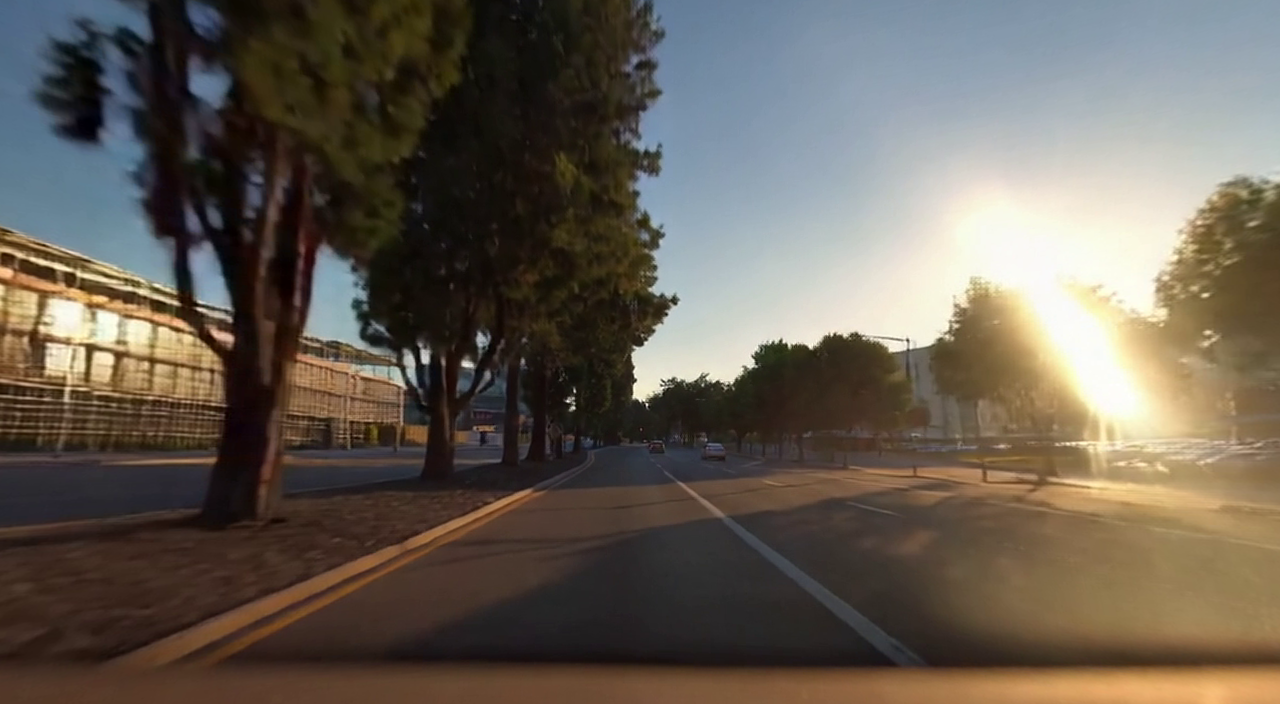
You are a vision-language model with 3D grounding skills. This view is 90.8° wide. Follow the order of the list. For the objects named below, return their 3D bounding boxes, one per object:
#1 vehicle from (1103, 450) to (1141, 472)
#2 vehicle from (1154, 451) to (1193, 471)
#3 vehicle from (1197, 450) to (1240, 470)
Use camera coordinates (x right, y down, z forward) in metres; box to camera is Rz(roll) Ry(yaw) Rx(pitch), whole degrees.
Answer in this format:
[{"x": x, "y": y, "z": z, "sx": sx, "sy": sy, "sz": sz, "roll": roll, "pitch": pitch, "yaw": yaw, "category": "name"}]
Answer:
[{"x": 36.234, "y": 8.155, "z": 47.434, "sx": 1.955, "sy": 1.527, "sz": 4.835, "roll": -8, "pitch": -12, "yaw": 38, "category": "vehicle"}, {"x": 39.190, "y": 7.981, "z": 46.465, "sx": 1.934, "sy": 1.402, "sz": 4.035, "roll": -7, "pitch": -11, "yaw": 38, "category": "vehicle"}, {"x": 42.501, "y": 7.911, "z": 46.490, "sx": 1.802, "sy": 1.369, "sz": 4.298, "roll": -7, "pitch": -11, "yaw": 36, "category": "vehicle"}]
